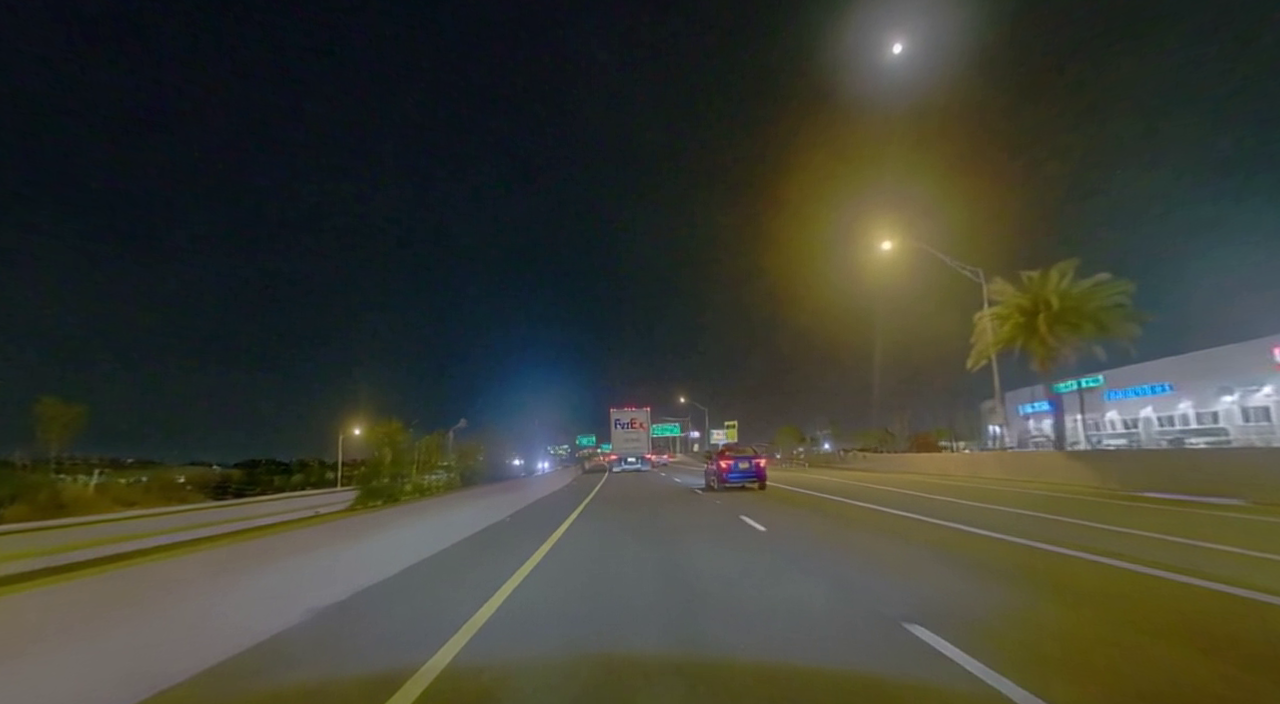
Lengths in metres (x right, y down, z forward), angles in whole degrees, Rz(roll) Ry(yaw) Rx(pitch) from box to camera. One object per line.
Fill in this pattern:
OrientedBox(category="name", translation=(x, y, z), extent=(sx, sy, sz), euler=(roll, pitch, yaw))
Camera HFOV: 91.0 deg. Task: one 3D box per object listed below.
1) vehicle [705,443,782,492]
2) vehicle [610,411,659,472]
OrientedBox(category="vehicle", translation=(3.522, 4.023, 22.245), extent=(1.966, 1.558, 4.238), euler=(0, -9, -1))
OrientedBox(category="vehicle", translation=(-0.516, 6.930, 48.342), extent=(3.243, 4.134, 11.656), euler=(0, -9, -1))
